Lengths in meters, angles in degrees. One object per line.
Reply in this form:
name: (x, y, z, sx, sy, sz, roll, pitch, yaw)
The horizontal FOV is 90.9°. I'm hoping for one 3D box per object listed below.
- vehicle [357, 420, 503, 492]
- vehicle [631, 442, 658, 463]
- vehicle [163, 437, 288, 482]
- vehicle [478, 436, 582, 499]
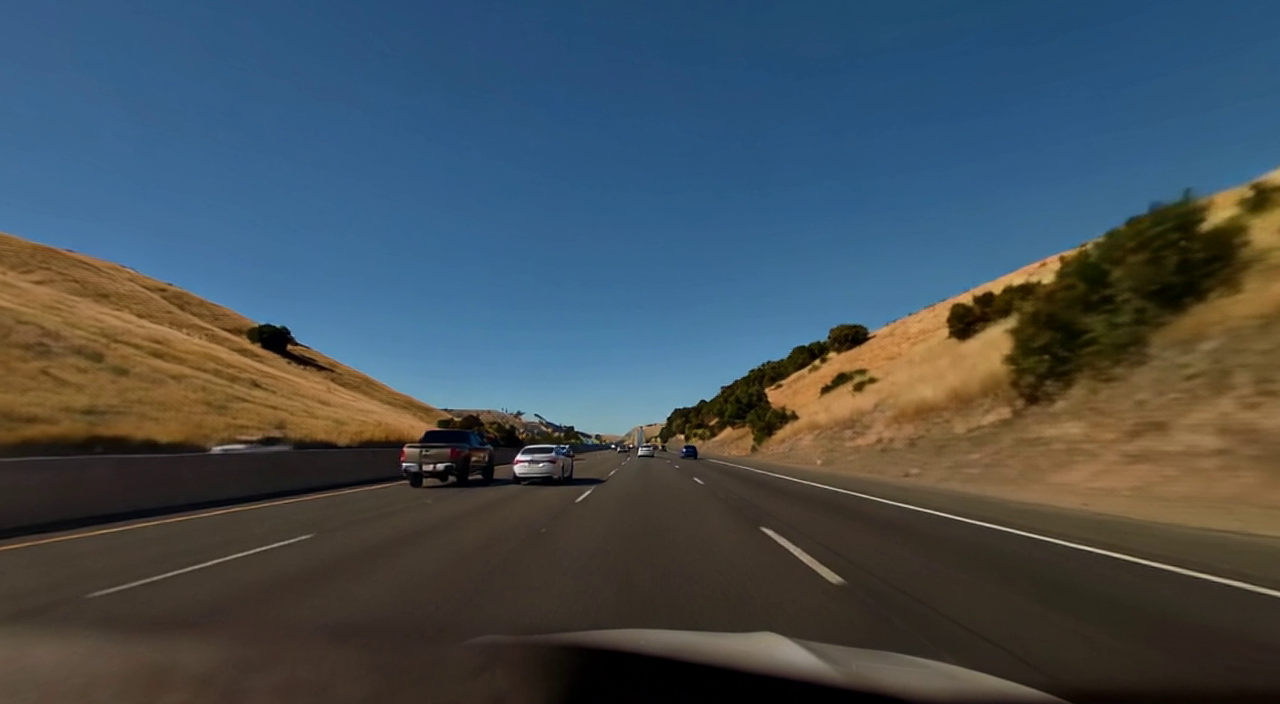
vehicle: (-6.745, 3.475, 21.344, 2.589, 2.063, 6.206, 0, -9, 2)
vehicle: (0.316, 7.899, 49.510, 2.031, 1.566, 3.904, 0, -9, 0)
vehicle: (-17.706, 4.575, 27.326, 2.018, 1.685, 4.883, -1, -7, 1)
vehicle: (-2.987, 3.250, 18.199, 2.091, 1.552, 4.516, 0, -9, 2)
